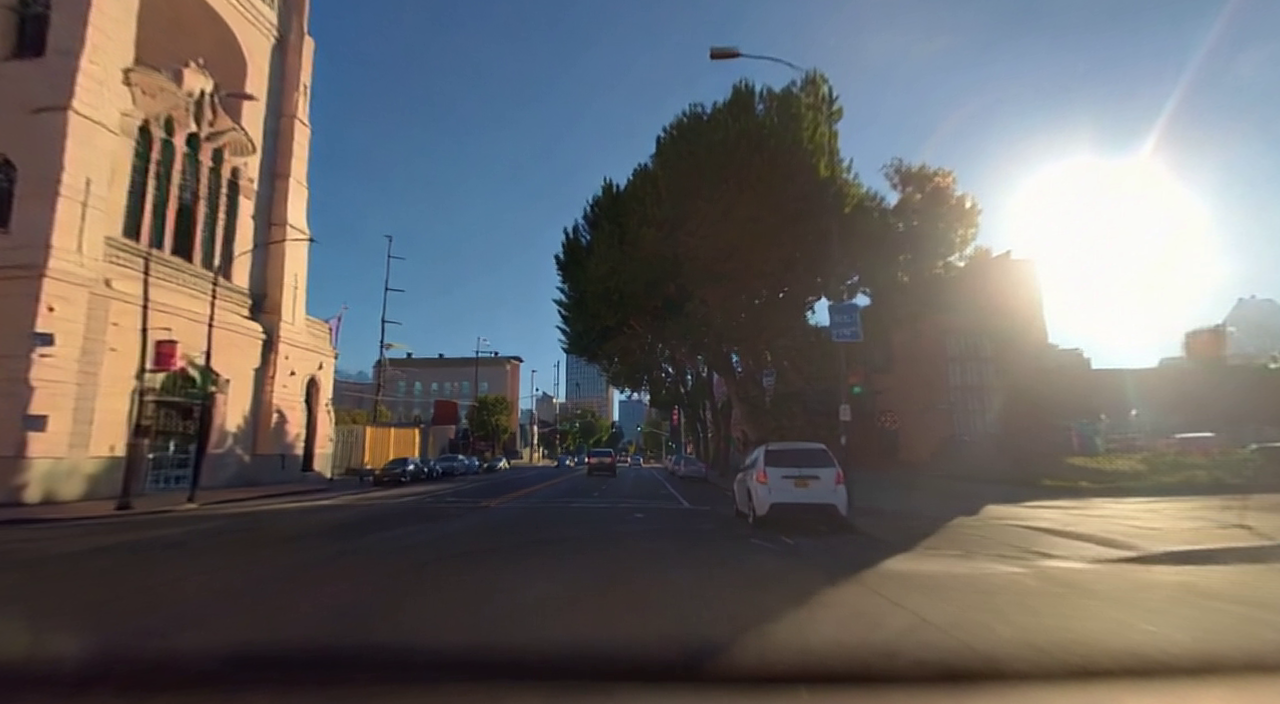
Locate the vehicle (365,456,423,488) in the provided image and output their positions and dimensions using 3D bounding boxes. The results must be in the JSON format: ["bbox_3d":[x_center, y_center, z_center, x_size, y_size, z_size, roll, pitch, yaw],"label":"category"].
[{"bbox_3d":[-15.271,7.446,39.442,1.978,1.819,4.477,0,-10,-2],"label":"vehicle"}]

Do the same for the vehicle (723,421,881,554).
[{"bbox_3d":[3.004,2.620,12.915,2.074,2.041,5.045,3,-9,2],"label":"vehicle"}]

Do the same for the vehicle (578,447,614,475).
[{"bbox_3d":[-3.257,8.214,47.725,2.293,1.936,4.737,1,-9,1],"label":"vehicle"}]
